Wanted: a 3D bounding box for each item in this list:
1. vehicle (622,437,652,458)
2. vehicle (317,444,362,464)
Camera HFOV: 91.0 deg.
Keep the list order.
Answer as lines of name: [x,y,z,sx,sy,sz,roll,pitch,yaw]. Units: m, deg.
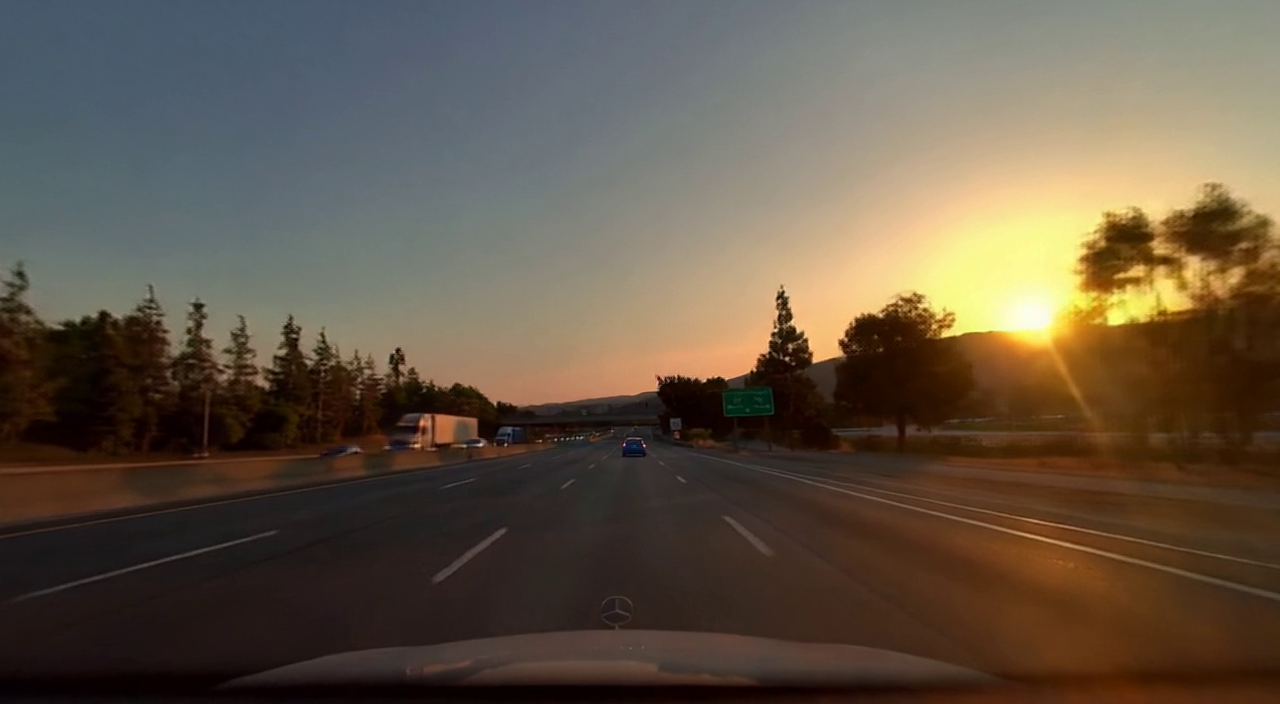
vehicle: [-0.236,6.838,45.143,2.028,1.440,3.690,0,-8,-2]
vehicle: [-23.075,7.807,48.482,1.735,1.426,3.633,0,-8,-1]
